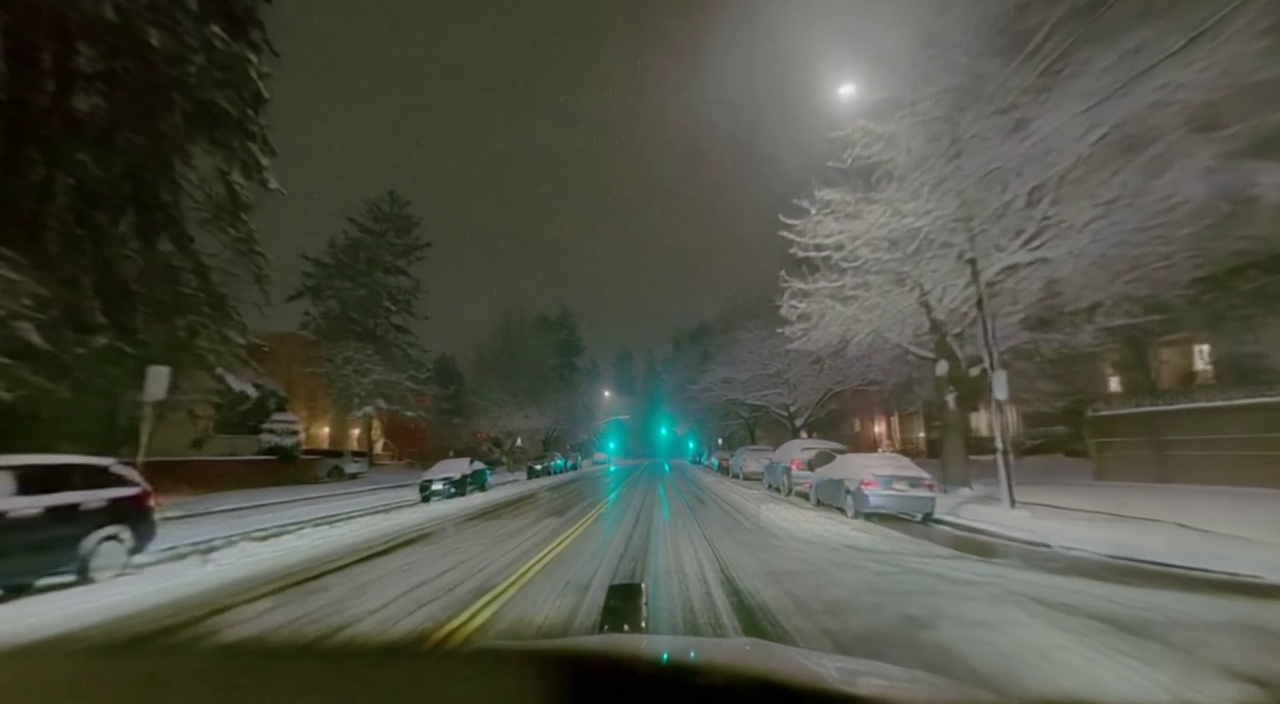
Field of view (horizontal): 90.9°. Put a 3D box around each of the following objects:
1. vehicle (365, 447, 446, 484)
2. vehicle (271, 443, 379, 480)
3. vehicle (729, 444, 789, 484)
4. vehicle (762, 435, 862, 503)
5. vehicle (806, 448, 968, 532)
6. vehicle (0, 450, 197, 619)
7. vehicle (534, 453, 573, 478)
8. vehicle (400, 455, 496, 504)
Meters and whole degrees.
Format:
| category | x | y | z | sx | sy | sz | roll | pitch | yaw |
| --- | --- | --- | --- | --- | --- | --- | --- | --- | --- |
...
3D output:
| category | x | y | z | sx | sy | sz | roll | pitch | yaw |
| --- | --- | --- | --- | --- | --- | --- | --- | --- | --- |
| vehicle | -12.608 | 6.079 | 34.039 | 3.513 | 1.829 | 1.976 | -1 | -8 | 11 |
| vehicle | -17.366 | 6.041 | 34.854 | 4.886 | 1.936 | 2.108 | -2 | -9 | 8 |
| vehicle | 5.609 | 5.330 | 30.345 | 2.137 | 1.747 | 4.797 | -1 | -9 | 2 |
| vehicle | 5.121 | 3.544 | 19.500 | 2.089 | 1.831 | 4.492 | -1 | -9 | 4 |
| vehicle | 4.981 | 2.793 | 13.472 | 1.704 | 1.445 | 4.492 | 0 | -9 | 1 |
| vehicle | -7.381 | 1.912 | 6.652 | 1.996 | 1.628 | 4.603 | -1 | -8 | 1 |
| vehicle | -6.074 | 7.992 | 44.585 | 1.971 | 1.479 | 4.307 | -2 | -8 | 3 |
| vehicle | -6.764 | 4.524 | 22.734 | 1.903 | 1.463 | 4.526 | -1 | -8 | 2 |
